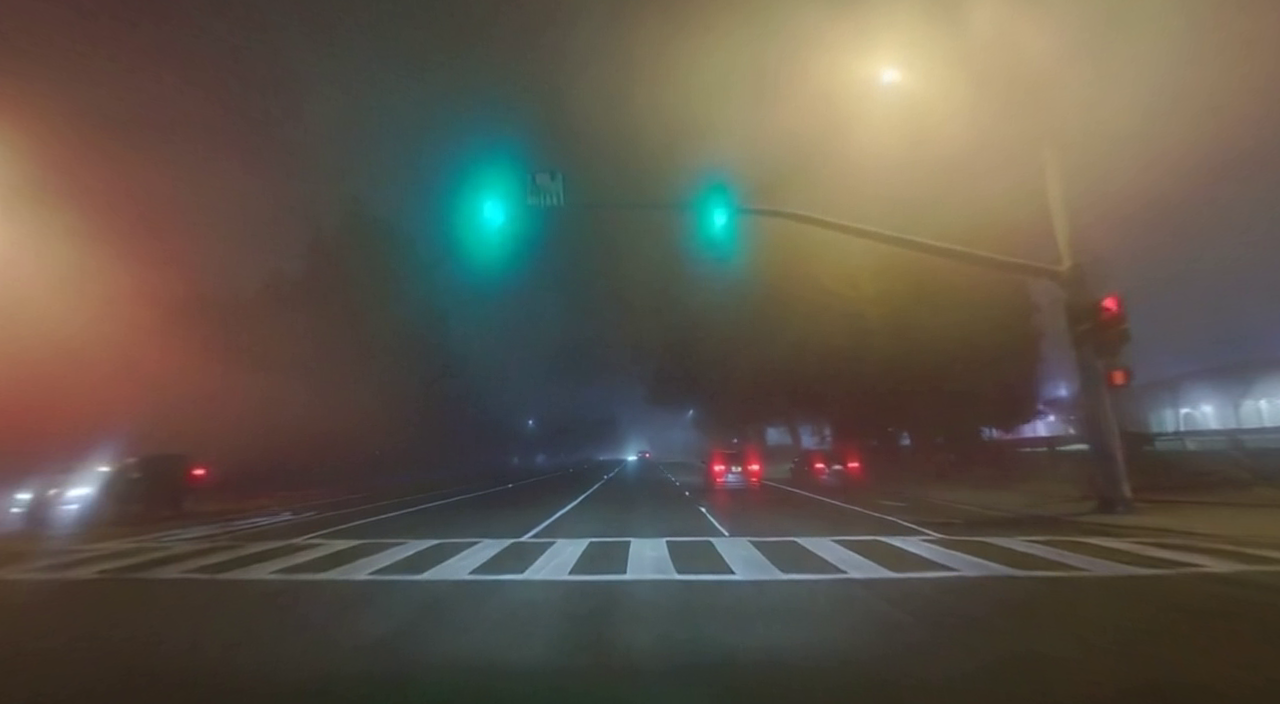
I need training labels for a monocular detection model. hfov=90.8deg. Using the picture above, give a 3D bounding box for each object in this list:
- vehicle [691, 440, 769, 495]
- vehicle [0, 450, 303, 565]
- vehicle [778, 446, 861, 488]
[{"bbox_3d":[3.129,4.105,22.937,2.069,1.761,4.610,0,-8,-1],"label":"vehicle"},{"bbox_3d":[-7.940,2.413,10.695,1.963,1.472,4.584,0,-8,-1],"label":"vehicle"},{"bbox_3d":[7.143,4.609,25.765,2.007,1.491,4.815,0,-8,1],"label":"vehicle"}]
